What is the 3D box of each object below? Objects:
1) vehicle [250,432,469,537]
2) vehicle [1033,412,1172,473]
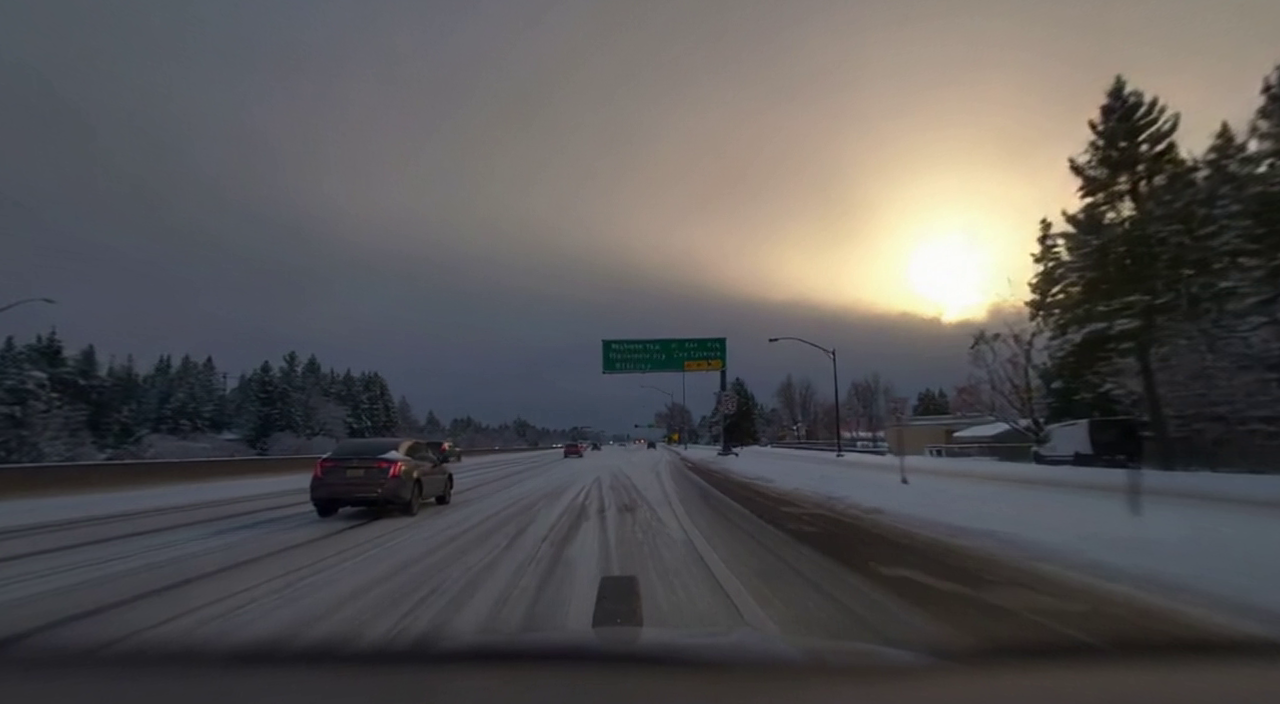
[{"bbox_3d":[-4.671,2.260,11.492,1.940,1.479,4.777,0,-9,-2],"label":"vehicle"},{"bbox_3d":[29.380,5.836,40.626,2.871,3.501,6.846,0,-9,-9],"label":"vehicle"}]
